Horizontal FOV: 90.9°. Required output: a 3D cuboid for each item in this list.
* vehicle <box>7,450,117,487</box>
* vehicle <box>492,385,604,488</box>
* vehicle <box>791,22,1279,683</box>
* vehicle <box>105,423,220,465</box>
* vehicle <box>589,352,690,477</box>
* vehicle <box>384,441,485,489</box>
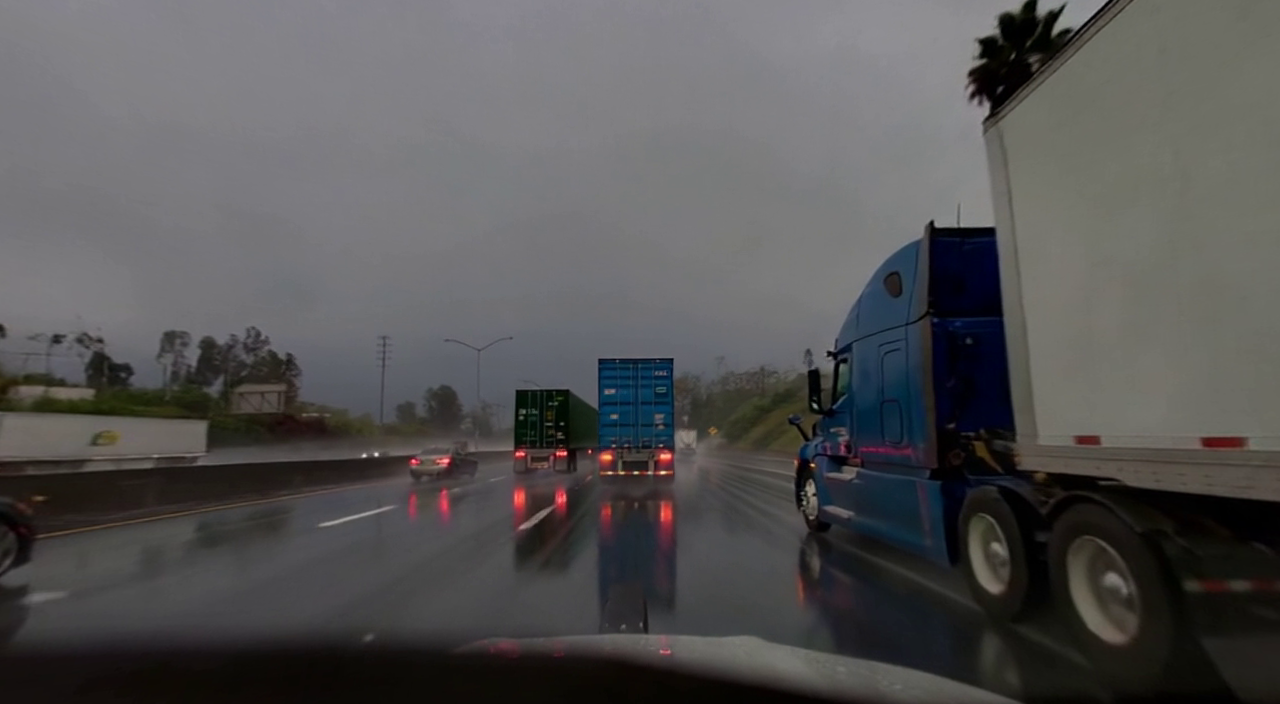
[{"bbox_3d":[-24.516,4.913,26.894,1.495,1.363,3.346,-2,-8,1],"label":"vehicle"},{"bbox_3d":[-3.226,3.462,25.511,2.786,3.228,11.082,0,-8,0],"label":"vehicle"},{"bbox_3d":[4.138,0.347,7.204,3.066,3.991,6.942,0,-8,1],"label":"vehicle"},{"bbox_3d":[-31.554,6.125,42.015,2.618,2.576,6.182,-1,-8,2],"label":"vehicle"},{"bbox_3d":[-0.002,3.370,28.729,3.097,3.856,18.209,-1,-9,0],"label":"vehicle"},{"bbox_3d":[-6.900,3.810,21.711,1.916,1.465,4.451,0,-8,1],"label":"vehicle"}]
